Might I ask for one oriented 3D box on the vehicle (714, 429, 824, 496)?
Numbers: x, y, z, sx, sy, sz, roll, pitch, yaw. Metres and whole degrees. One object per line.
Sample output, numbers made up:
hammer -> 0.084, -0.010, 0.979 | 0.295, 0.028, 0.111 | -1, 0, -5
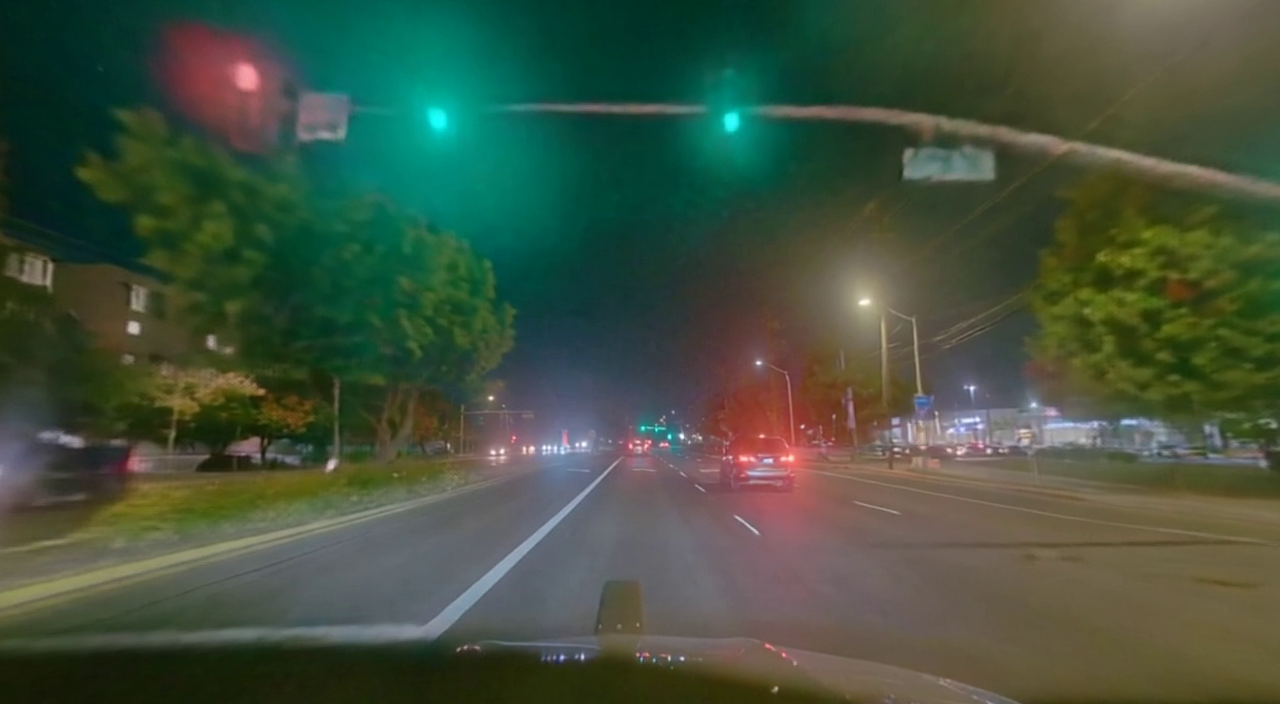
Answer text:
vehicle -> 3.547, 3.128, 18.230 | 2.128, 1.699, 4.222 | 0, -8, -2

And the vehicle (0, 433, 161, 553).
vehicle -> -9.146, 1.943, 8.729 | 1.816, 1.478, 4.404 | -2, -6, -3
